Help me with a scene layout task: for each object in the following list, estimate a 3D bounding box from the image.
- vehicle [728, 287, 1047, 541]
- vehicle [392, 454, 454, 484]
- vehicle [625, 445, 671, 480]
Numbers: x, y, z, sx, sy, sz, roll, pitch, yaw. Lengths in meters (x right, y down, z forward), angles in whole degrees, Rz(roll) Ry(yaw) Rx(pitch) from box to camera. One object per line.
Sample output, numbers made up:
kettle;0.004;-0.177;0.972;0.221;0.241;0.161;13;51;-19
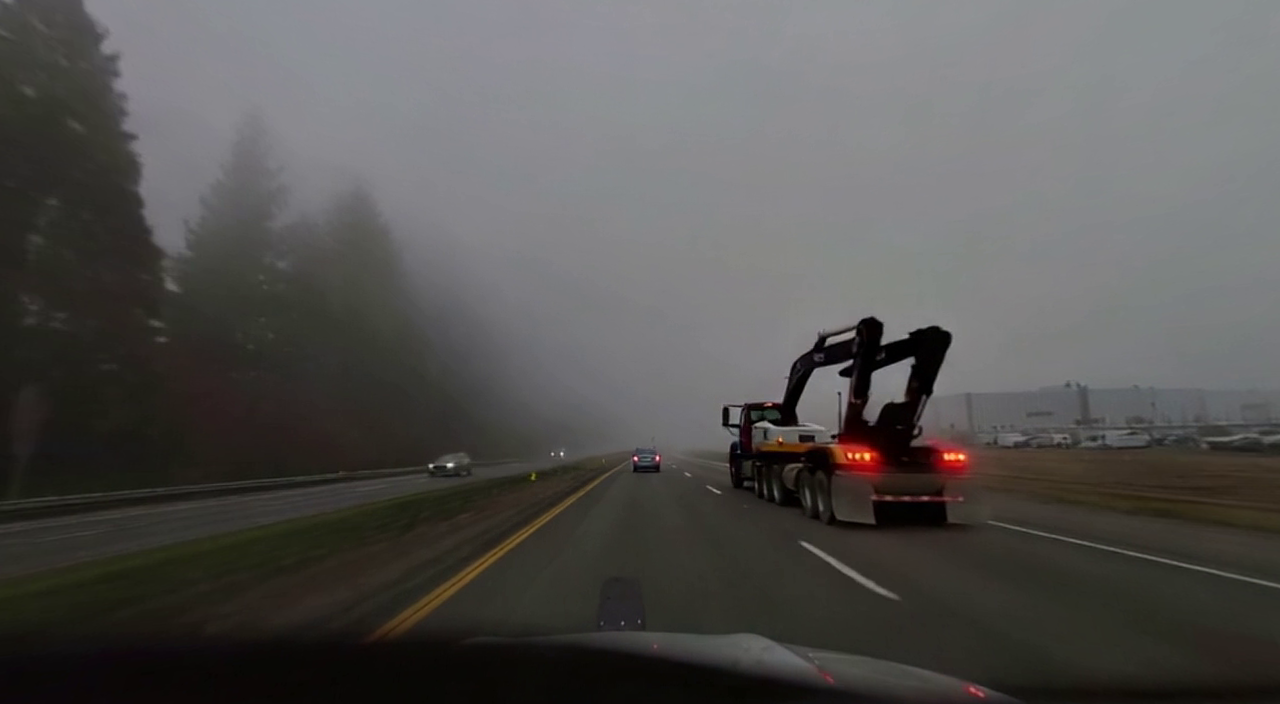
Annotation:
vehicle;3.996;1.447;12.926;3.089;3.568;8.101;0;-9;-1
vehicle;-12.125;6.547;35.535;1.927;1.493;4.426;0;-9;0
vehicle;0.368;5.197;29.886;2.045;1.527;4.023;0;-9;0
